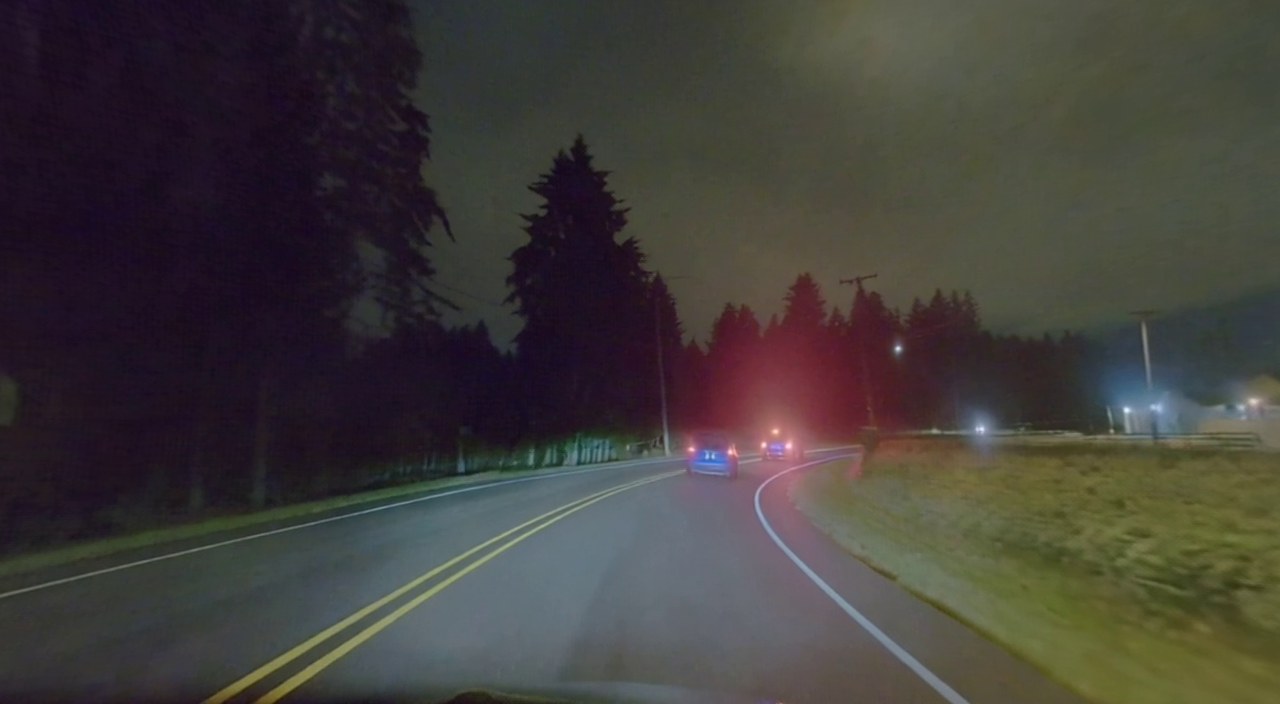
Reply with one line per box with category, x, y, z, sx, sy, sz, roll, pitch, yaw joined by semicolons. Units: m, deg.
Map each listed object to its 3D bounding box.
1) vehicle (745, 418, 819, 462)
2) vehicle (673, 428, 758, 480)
vehicle;7.893;4.824;34.469;2.376;2.145;5.953;-5;-9;28
vehicle;2.714;3.489;21.734;2.157;1.565;4.243;-3;-9;17
